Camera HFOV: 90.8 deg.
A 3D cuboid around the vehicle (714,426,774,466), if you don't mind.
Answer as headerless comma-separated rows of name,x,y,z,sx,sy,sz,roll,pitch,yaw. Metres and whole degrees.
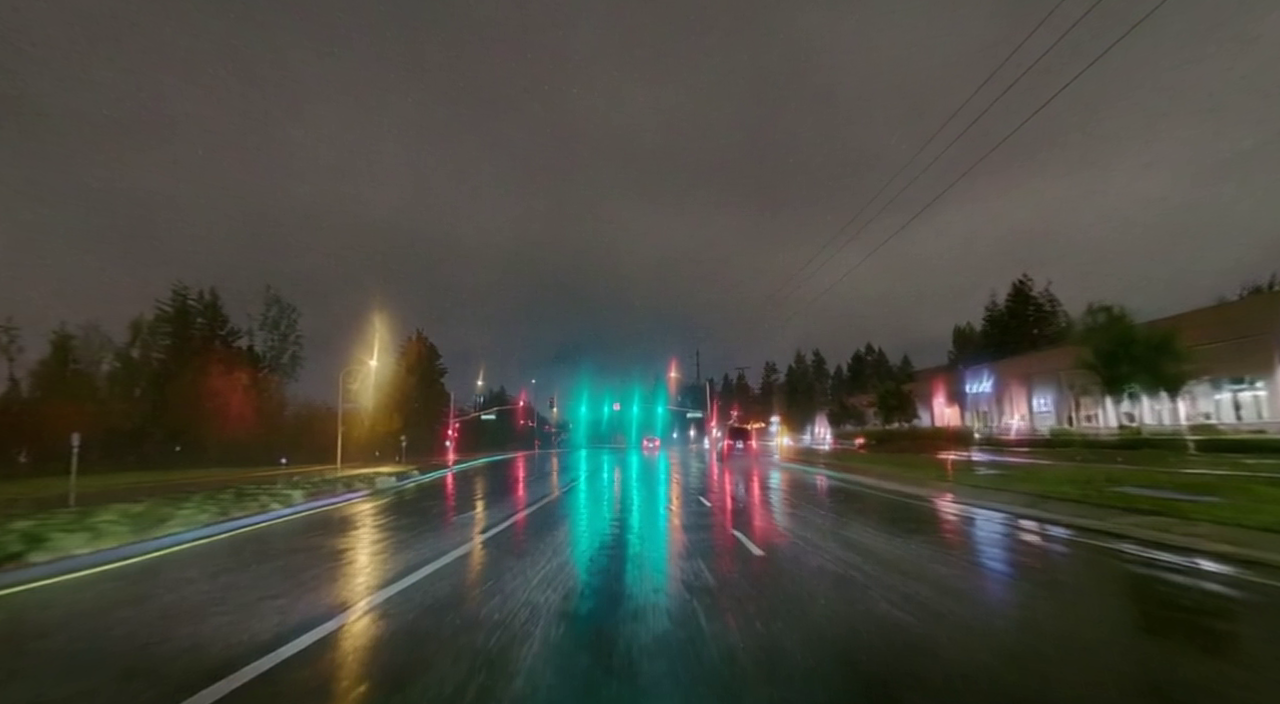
vehicle,5.748,5.305,35.726,2.476,2.016,5.586,0,-8,1
